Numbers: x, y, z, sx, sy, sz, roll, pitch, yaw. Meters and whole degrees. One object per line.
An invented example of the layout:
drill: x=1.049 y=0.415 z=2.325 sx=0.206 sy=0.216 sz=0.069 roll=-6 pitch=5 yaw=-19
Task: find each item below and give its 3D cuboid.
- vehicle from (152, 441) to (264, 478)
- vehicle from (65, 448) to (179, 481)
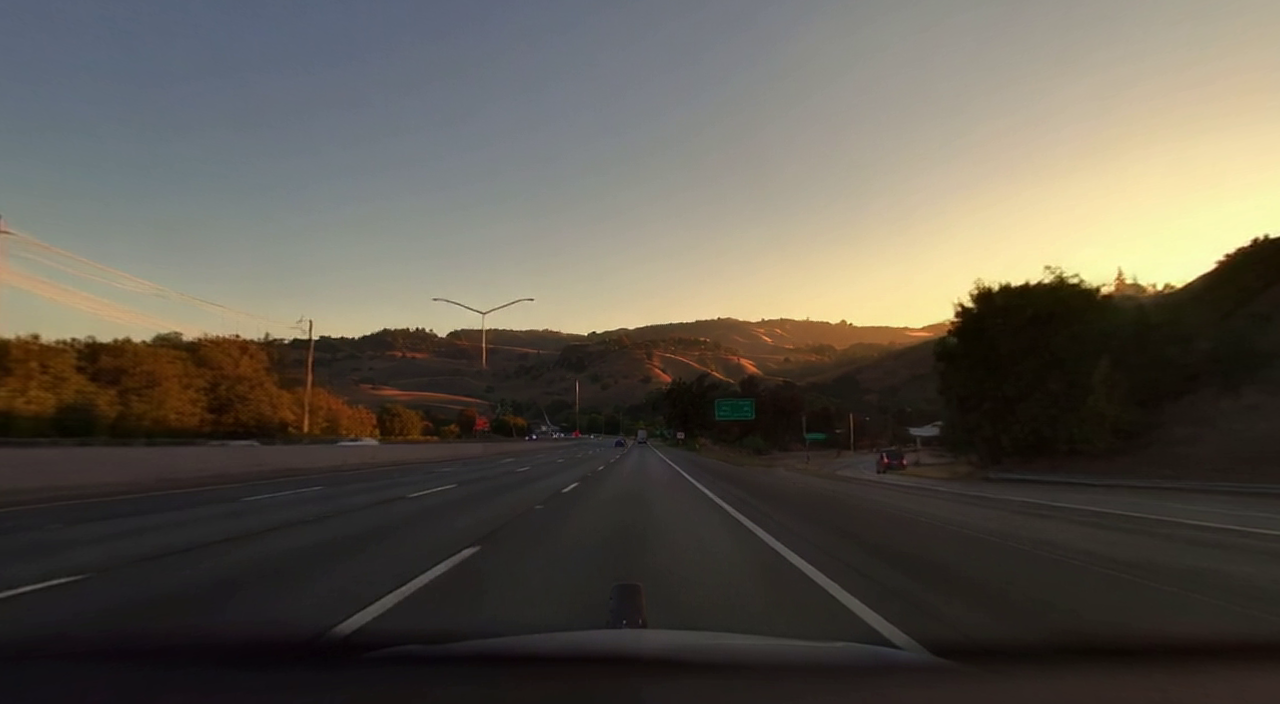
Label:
vehicle: x=-20.558 y=5.107 z=30.313 sx=1.893 sy=1.598 sz=4.805 roll=0 pitch=-8 yaw=1
vehicle: x=-28.281 y=6.134 z=34.694 sx=1.971 sy=1.649 sz=4.997 roll=0 pitch=-8 yaw=1
